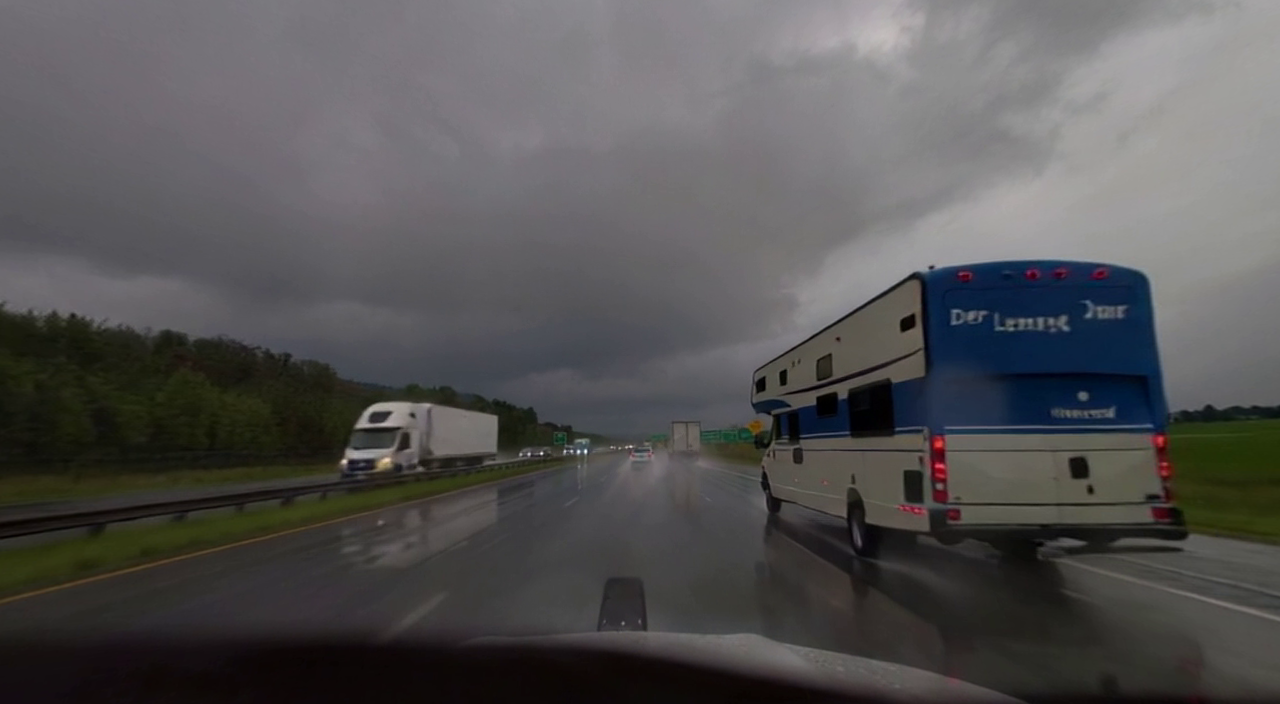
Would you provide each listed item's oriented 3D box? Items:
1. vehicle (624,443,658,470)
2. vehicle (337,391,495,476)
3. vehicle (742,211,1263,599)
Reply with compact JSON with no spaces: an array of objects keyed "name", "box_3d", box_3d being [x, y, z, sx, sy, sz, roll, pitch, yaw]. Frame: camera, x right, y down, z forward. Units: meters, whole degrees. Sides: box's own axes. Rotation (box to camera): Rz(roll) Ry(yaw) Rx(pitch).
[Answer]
[{"name":"vehicle","box_3d":[0.054,7.104,42.881,2.151,1.678,3.923,0,-9,0]},{"name":"vehicle","box_3d":[-12.426,5.154,38.077,3.039,3.901,17.384,0,-9,1]},{"name":"vehicle","box_3d":[3.913,1.077,10.090,2.931,3.530,8.760,0,-9,-1]}]
